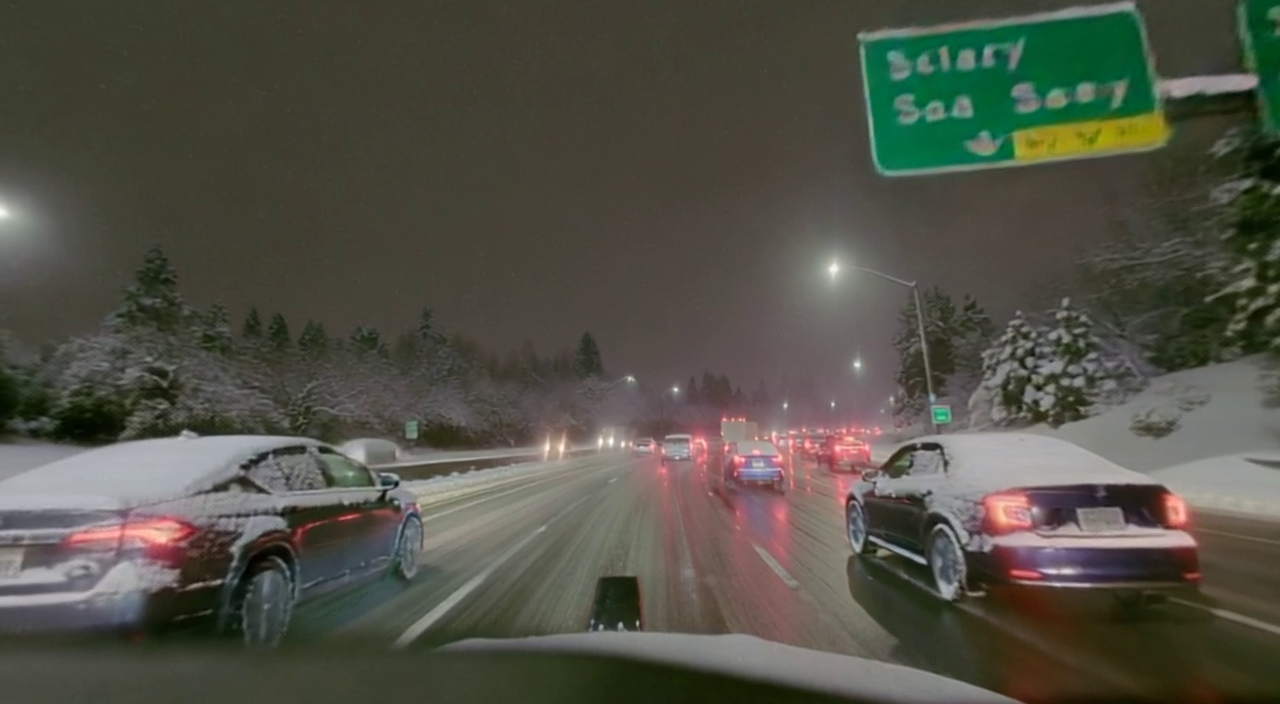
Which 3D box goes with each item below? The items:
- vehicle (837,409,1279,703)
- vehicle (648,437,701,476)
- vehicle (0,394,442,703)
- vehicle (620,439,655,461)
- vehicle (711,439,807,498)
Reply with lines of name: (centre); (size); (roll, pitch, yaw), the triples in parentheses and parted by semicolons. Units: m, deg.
vehicle: (3.442, 1.390, 5.453); (2.014, 1.489, 4.696); (0, -9, 1)
vehicle: (1.555, 4.636, 28.025); (2.201, 1.614, 3.803); (-1, -9, 4)
vehicle: (-3.242, 1.297, 4.777); (1.937, 1.558, 4.469); (0, -9, 1)
vehicle: (-0.154, 7.264, 46.555); (2.059, 1.516, 4.236); (-1, -9, 7)
vehicle: (3.299, 3.331, 18.382); (2.009, 1.489, 4.559); (0, -9, 1)
